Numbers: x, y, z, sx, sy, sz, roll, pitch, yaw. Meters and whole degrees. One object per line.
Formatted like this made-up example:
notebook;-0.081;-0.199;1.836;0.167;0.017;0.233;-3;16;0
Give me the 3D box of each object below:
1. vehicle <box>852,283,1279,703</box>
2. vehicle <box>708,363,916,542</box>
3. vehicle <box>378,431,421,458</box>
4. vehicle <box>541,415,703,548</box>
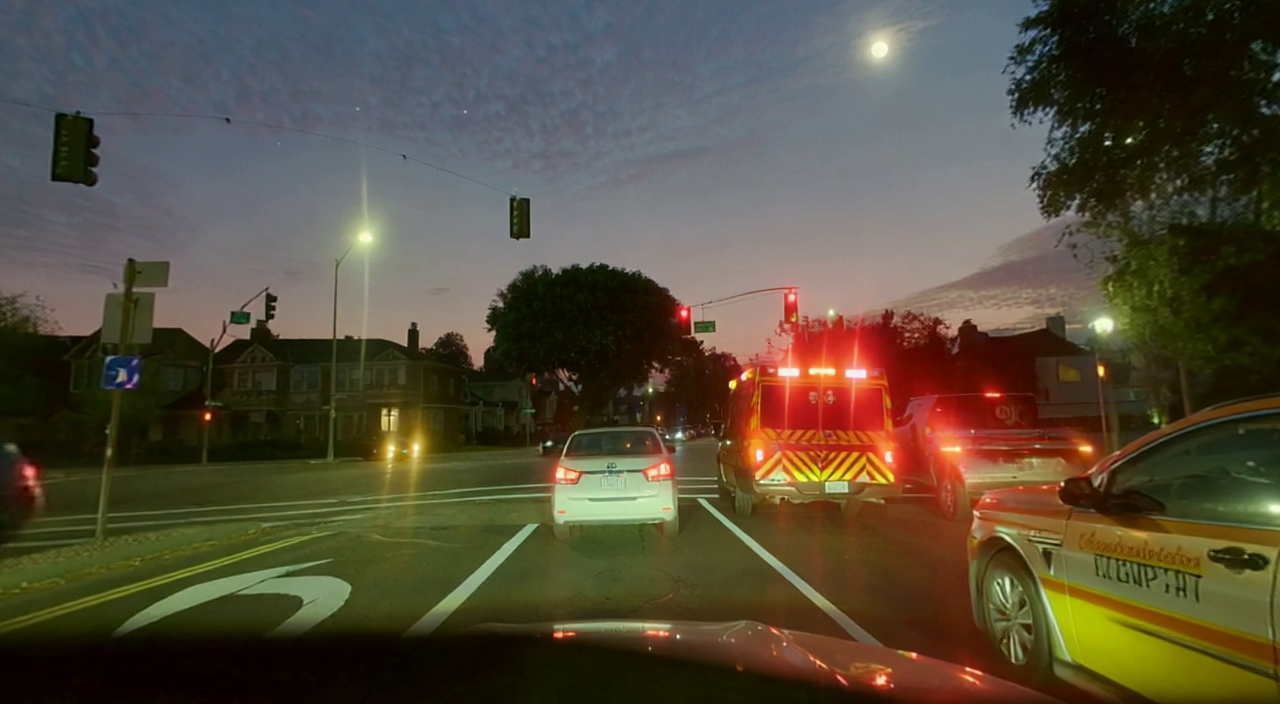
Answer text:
vehicle;2.852;0.892;2.839;2.194;1.820;4.652;0;-8;1
vehicle;2.893;1.901;12.385;2.406;2.687;5.521;0;-8;-1
vehicle;-17.735;6.879;46.870;2.246;1.880;4.454;1;-8;-12
vehicle;-0.278;1.971;10.197;2.114;1.707;3.725;0;-8;-1
